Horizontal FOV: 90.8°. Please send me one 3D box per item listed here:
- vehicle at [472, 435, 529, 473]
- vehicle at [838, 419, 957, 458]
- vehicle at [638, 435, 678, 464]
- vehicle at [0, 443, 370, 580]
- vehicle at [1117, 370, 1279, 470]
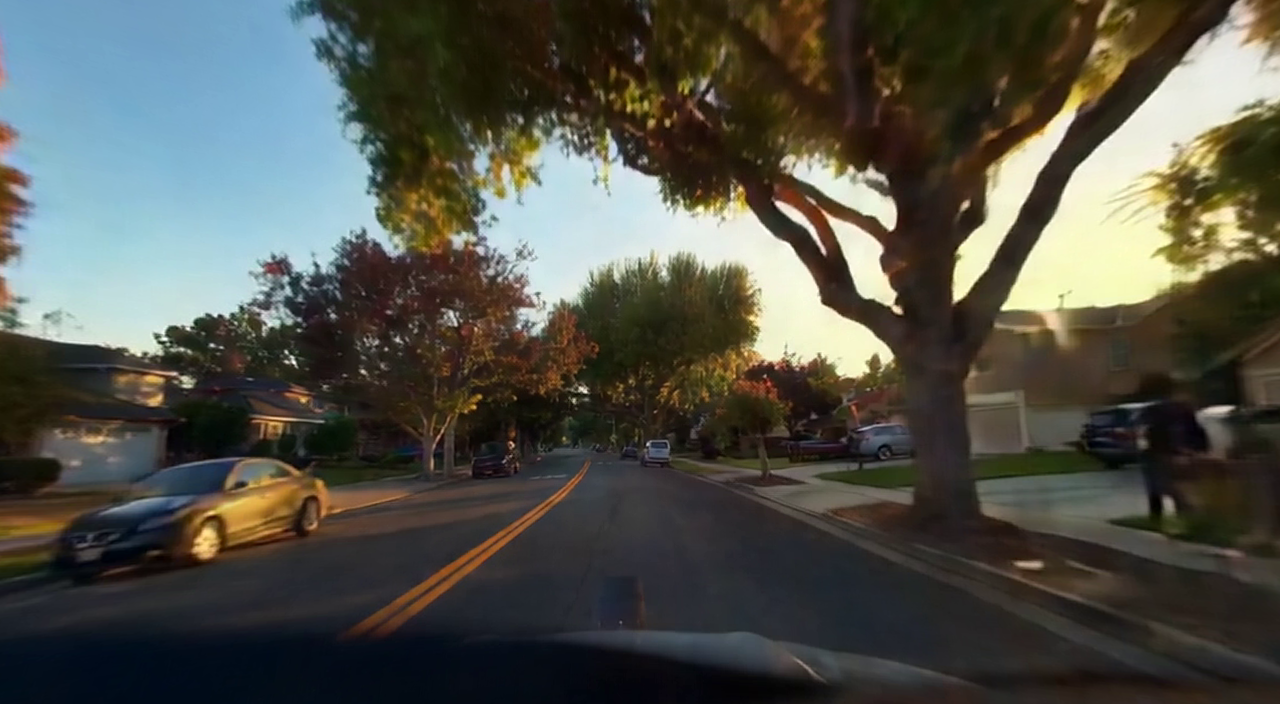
[{"bbox_3d":[-7.357,5.470,33.857,2.102,1.801,5.574,0,-9,-3],"label":"vehicle"},{"bbox_3d":[12.665,4.302,31.274,4.938,1.830,2.024,0,-9,-1],"label":"vehicle"},{"bbox_3d":[1.043,6.027,39.275,2.007,1.702,4.430,0,-8,-4],"label":"vehicle"},{"bbox_3d":[-6.258,2.171,9.566,2.004,1.400,5.505,-2,-9,-1],"label":"vehicle"},{"bbox_3d":[13.147,1.480,13.402,4.392,1.944,1.917,0,-9,0],"label":"vehicle"}]
